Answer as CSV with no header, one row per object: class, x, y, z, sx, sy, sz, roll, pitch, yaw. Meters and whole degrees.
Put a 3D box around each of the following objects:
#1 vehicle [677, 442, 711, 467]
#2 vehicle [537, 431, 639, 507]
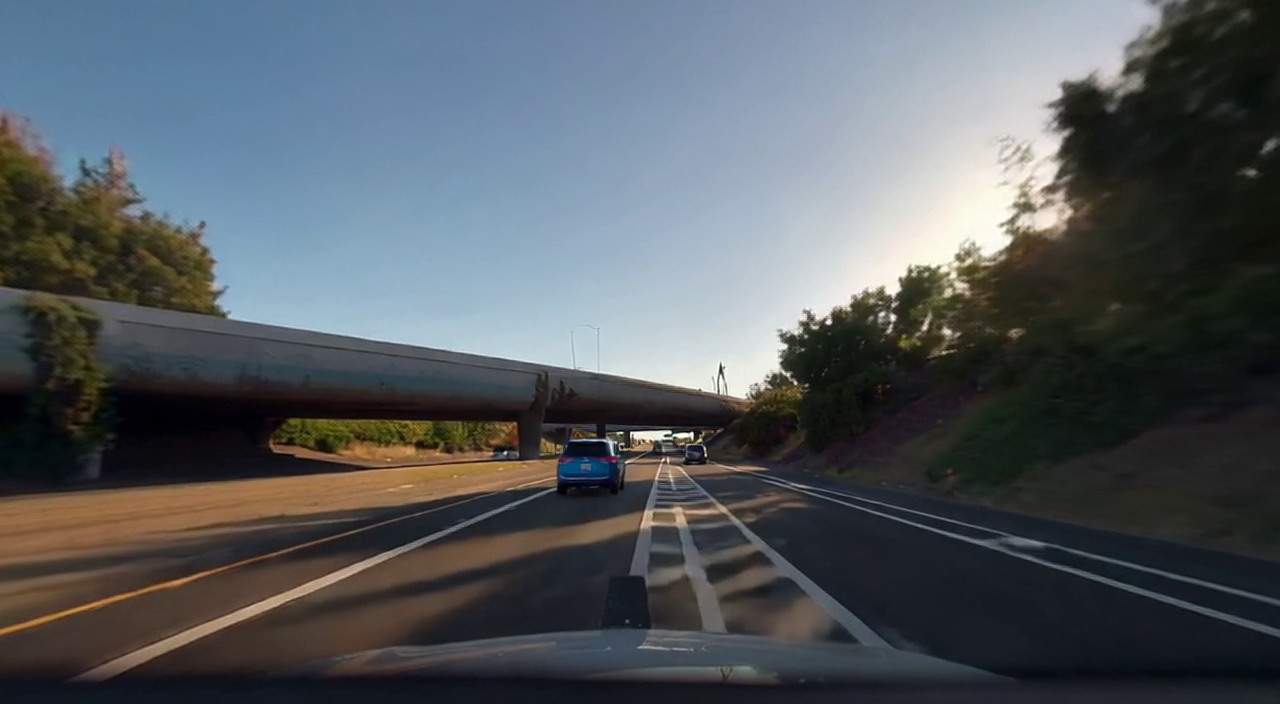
vehicle,3.776,7.275,44.974,2.073,1.621,3.993,-1,-9,0
vehicle,-1.198,3.002,16.655,2.143,1.693,4.513,-1,-9,2
